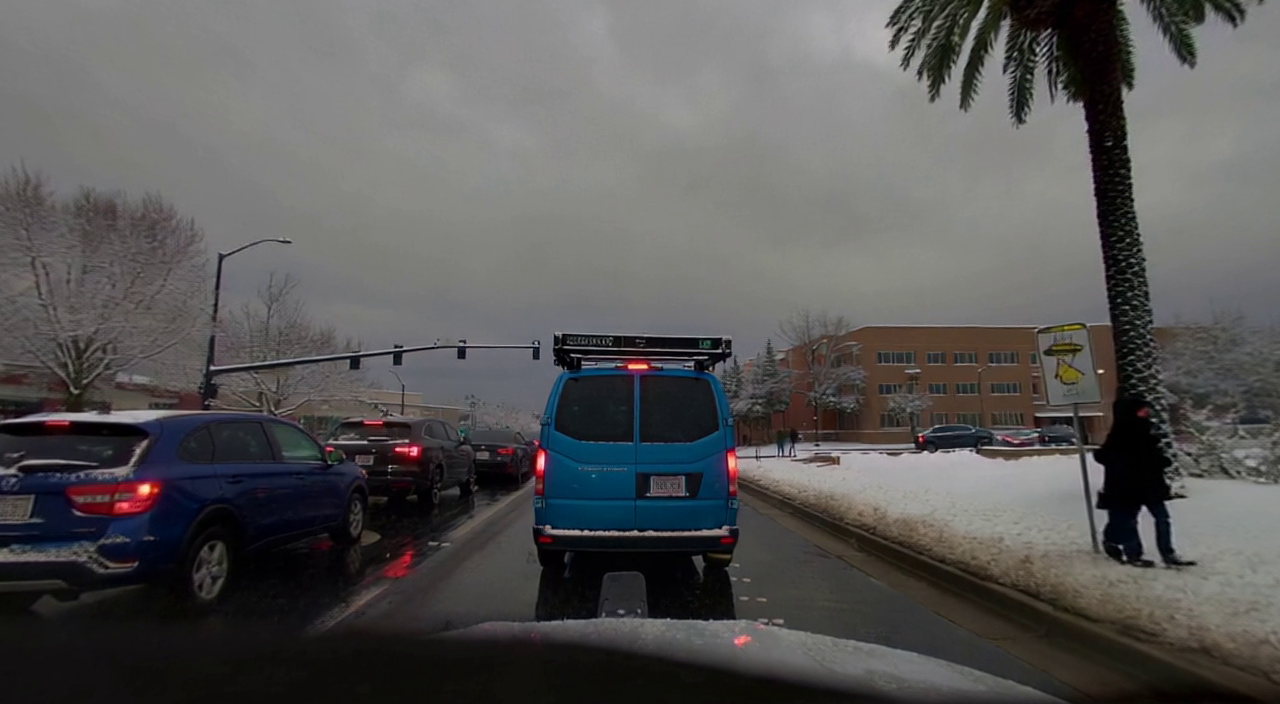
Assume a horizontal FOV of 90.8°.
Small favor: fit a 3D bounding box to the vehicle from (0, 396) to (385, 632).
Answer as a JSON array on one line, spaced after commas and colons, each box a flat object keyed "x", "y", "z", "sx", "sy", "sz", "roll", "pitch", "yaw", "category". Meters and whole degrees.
[{"x": -4.399, "y": 1.464, "z": 6.670, "sx": 1.986, "sy": 1.643, "sz": 4.315, "roll": 1, "pitch": -9, "yaw": -6, "category": "vehicle"}]

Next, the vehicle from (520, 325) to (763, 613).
[{"x": -0.192, "y": 1.222, "z": 7.179, "sx": 1.902, "sy": 2.238, "sz": 4.263, "roll": 1, "pitch": -9, "yaw": -6, "category": "vehicle"}]

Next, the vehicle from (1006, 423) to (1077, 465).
[{"x": 15.775, "y": 3.620, "z": 24.730, "sx": 2.048, "sy": 1.475, "sz": 3.972, "roll": -6, "pitch": -10, "yaw": 34, "category": "vehicle"}]

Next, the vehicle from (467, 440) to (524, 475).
[{"x": -6.835, "y": 4.896, "z": 29.574, "sx": 1.818, "sy": 1.479, "sz": 4.428, "roll": 4, "pitch": -9, "yaw": -22, "category": "vehicle"}]

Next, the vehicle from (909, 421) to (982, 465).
[{"x": 12.649, "y": 3.766, "z": 26.037, "sx": 2.046, "sy": 1.675, "sz": 3.924, "roll": -6, "pitch": -10, "yaw": 33, "category": "vehicle"}]

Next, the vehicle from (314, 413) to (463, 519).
[{"x": -5.202, "y": 2.413, "z": 13.882, "sx": 2.089, "sy": 1.854, "sz": 5.022, "roll": 2, "pitch": -9, "yaw": -11, "category": "vehicle"}]
